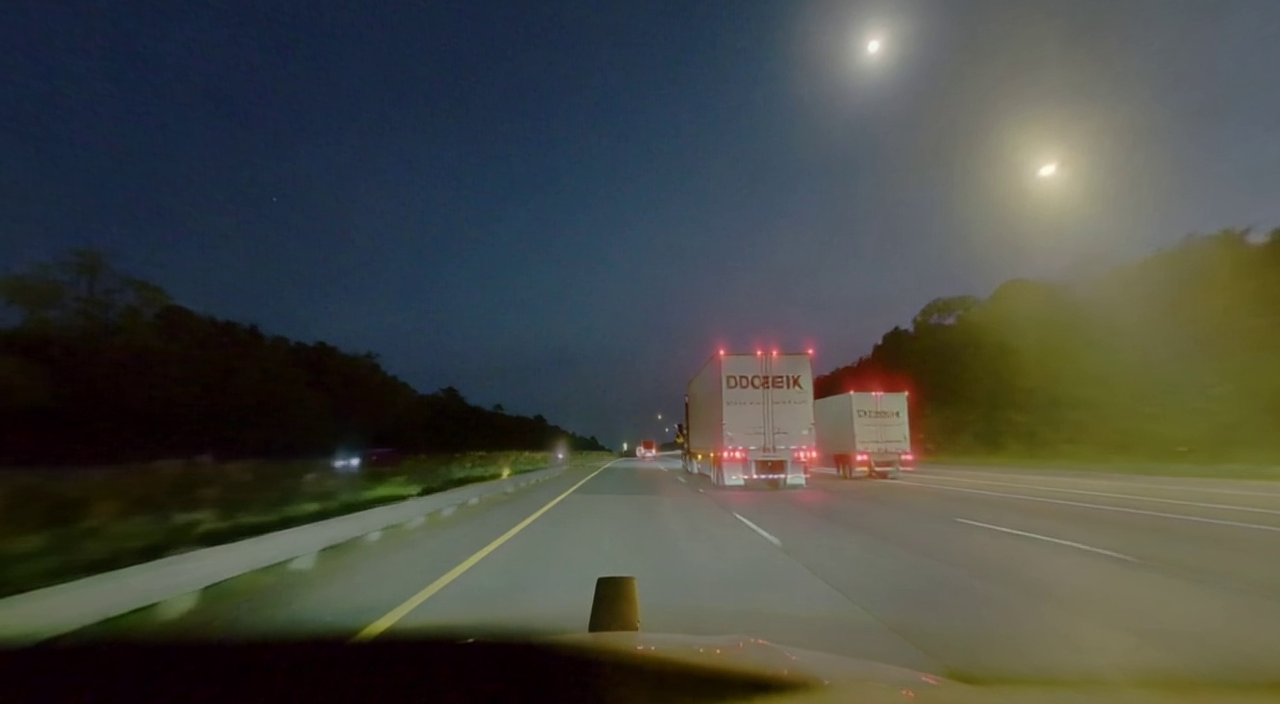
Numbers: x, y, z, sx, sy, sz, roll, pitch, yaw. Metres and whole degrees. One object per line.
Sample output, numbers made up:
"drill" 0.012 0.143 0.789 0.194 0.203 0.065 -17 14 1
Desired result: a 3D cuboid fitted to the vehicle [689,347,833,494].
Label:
"vehicle" 3.655 2.581 21.949 3.025 4.010 9.542 0 -9 0
